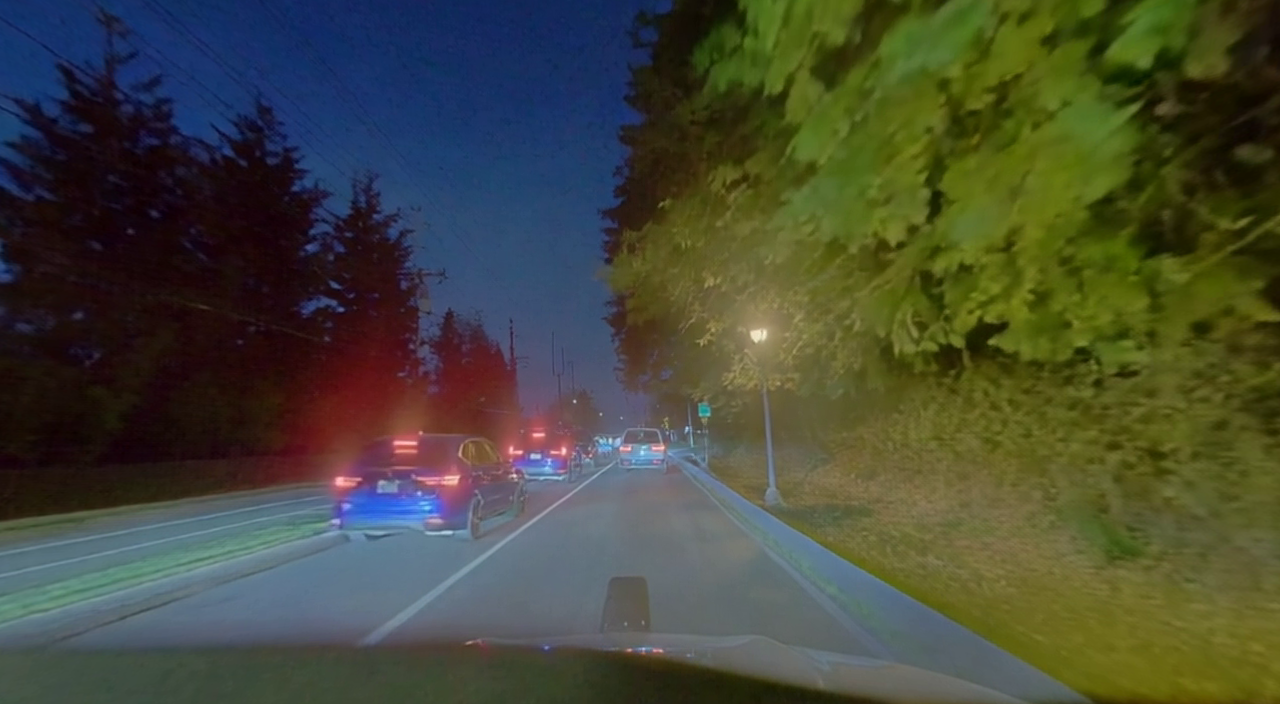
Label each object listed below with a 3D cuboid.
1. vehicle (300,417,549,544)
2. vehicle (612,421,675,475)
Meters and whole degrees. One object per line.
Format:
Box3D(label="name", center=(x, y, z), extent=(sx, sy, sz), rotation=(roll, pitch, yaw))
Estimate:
Box3D(label="vehicle", center=(-3.020, 1.931, 10.221), extent=(2.180, 1.546, 4.755), rotation=(0, -8, 3))
Box3D(label="vehicle", center=(0.218, 3.768, 24.790), extent=(2.241, 1.912, 4.095), rotation=(-1, -8, 3))
